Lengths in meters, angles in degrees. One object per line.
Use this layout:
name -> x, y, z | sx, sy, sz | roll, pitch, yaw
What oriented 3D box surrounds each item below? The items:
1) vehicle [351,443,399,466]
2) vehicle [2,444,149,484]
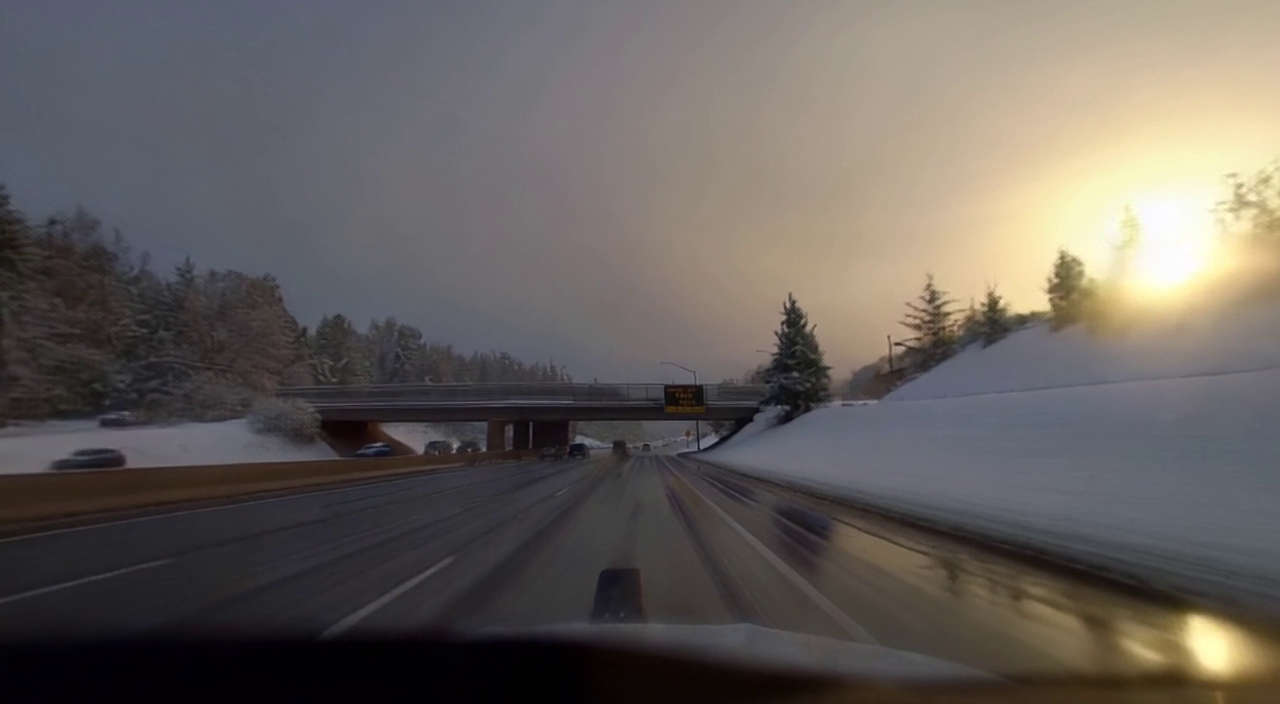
vehicle -> -16.539, 6.408, 39.482 | 1.529, 1.390, 3.336 | 0, -8, 0
vehicle -> -27.968, 5.532, 31.555 | 2.679, 1.808, 5.054 | 0, -8, -1
